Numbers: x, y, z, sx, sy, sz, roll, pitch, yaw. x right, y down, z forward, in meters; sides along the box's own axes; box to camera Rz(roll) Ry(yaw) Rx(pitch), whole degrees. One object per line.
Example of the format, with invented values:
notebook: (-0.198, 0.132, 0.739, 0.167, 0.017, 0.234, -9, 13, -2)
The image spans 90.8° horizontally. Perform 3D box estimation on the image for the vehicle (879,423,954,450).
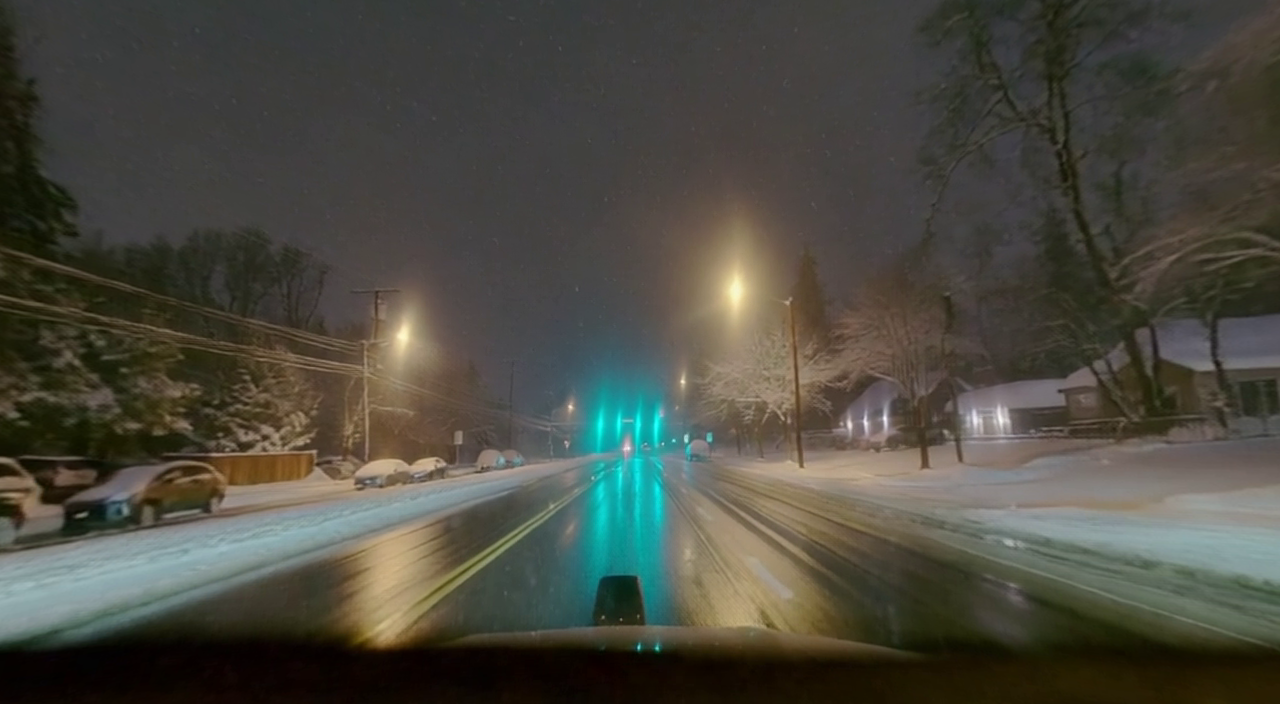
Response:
vehicle: (17.532, 5.400, 40.131, 1.726, 1.620, 3.938, 7, -11, -37)

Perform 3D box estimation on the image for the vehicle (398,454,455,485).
vehicle: (-12.663, 6.963, 37.699, 1.909, 1.477, 4.345, -3, -8, -1)

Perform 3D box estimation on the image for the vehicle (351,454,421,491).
vehicle: (-12.669, 6.004, 31.810, 1.828, 1.510, 4.149, -4, -9, 0)

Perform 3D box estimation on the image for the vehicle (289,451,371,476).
vehicle: (-20.916, 7.500, 42.675, 4.498, 1.623, 1.903, 0, -9, 1)

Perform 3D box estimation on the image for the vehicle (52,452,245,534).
vehicle: (-12.637, 3.581, 16.638, 1.882, 1.727, 3.945, -3, -8, 0)
